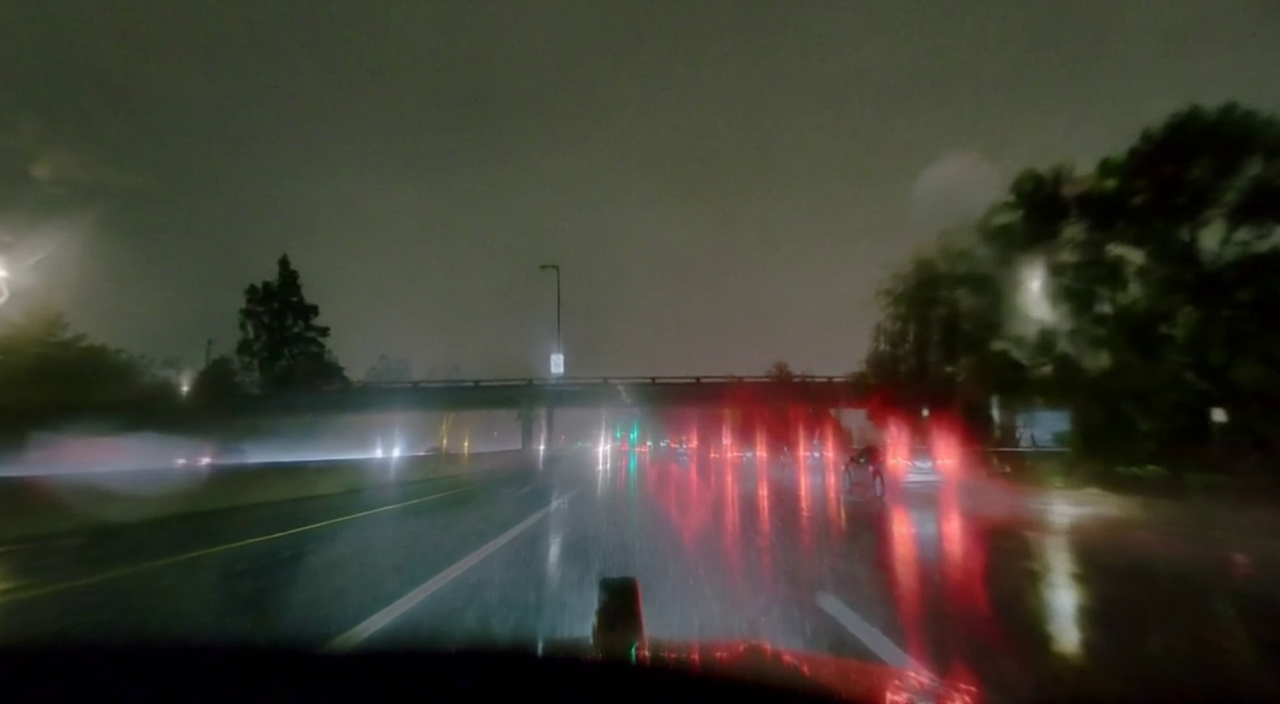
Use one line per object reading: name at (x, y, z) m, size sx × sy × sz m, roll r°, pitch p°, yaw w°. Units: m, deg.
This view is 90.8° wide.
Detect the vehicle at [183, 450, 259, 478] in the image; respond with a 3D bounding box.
vehicle at (-27.860, 7.431, 42.219) m, size 1.994 × 1.682 × 4.665 m, roll 0°, pitch -9°, yaw -2°
